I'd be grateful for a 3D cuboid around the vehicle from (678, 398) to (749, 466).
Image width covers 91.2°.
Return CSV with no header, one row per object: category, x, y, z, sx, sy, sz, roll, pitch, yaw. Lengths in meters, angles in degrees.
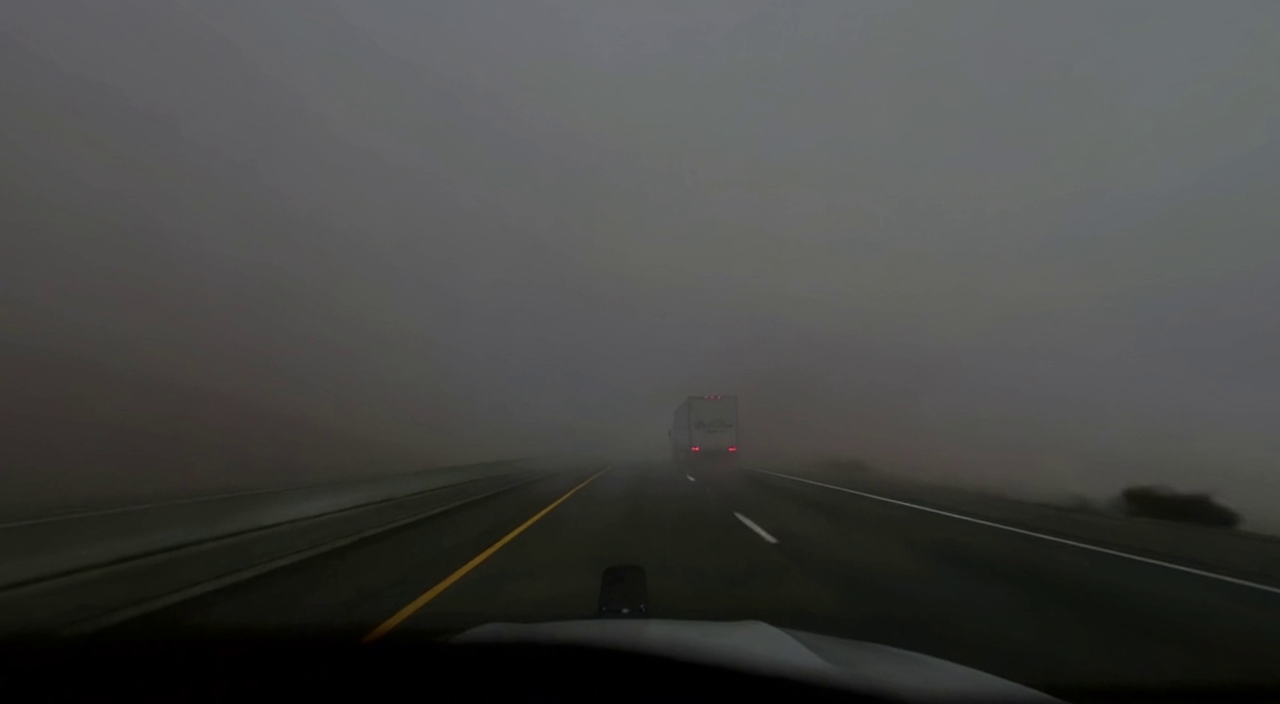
vehicle,4.808,5.843,44.656,3.485,3.975,14.489,0,-9,1
